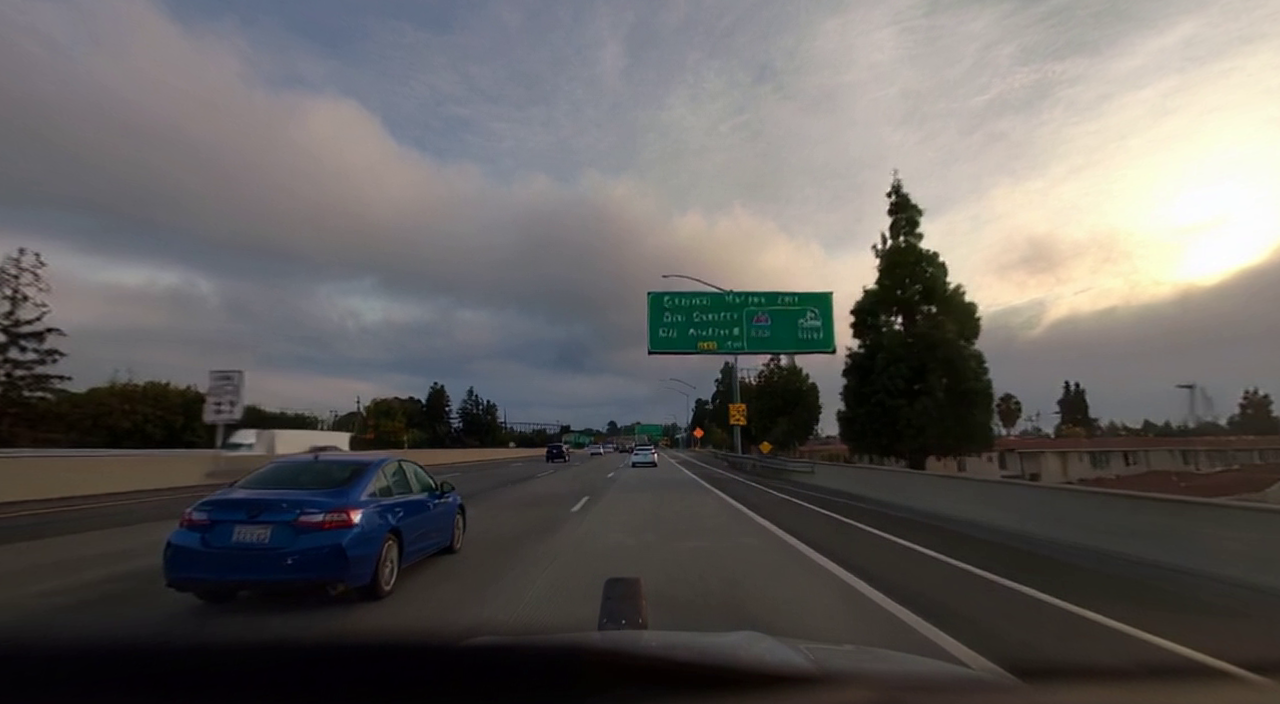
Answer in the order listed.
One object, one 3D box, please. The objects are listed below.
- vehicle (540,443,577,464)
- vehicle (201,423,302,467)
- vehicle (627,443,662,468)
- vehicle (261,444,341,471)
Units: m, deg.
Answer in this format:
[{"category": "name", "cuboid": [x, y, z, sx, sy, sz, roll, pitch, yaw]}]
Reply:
[{"category": "vehicle", "cuboid": [-6.009, 7.545, 47.145, 2.075, 1.528, 4.327, 0, -8, 2]}, {"category": "vehicle", "cuboid": [-23.118, 5.579, 37.905, 2.281, 2.427, 5.640, 0, -8, 2]}, {"category": "vehicle", "cuboid": [0.259, 6.395, 39.037, 2.051, 1.443, 3.770, 0, -8, 1]}, {"category": "vehicle", "cuboid": [-19.847, 6.185, 37.183, 1.997, 1.489, 4.592, 0, -8, 2]}]
